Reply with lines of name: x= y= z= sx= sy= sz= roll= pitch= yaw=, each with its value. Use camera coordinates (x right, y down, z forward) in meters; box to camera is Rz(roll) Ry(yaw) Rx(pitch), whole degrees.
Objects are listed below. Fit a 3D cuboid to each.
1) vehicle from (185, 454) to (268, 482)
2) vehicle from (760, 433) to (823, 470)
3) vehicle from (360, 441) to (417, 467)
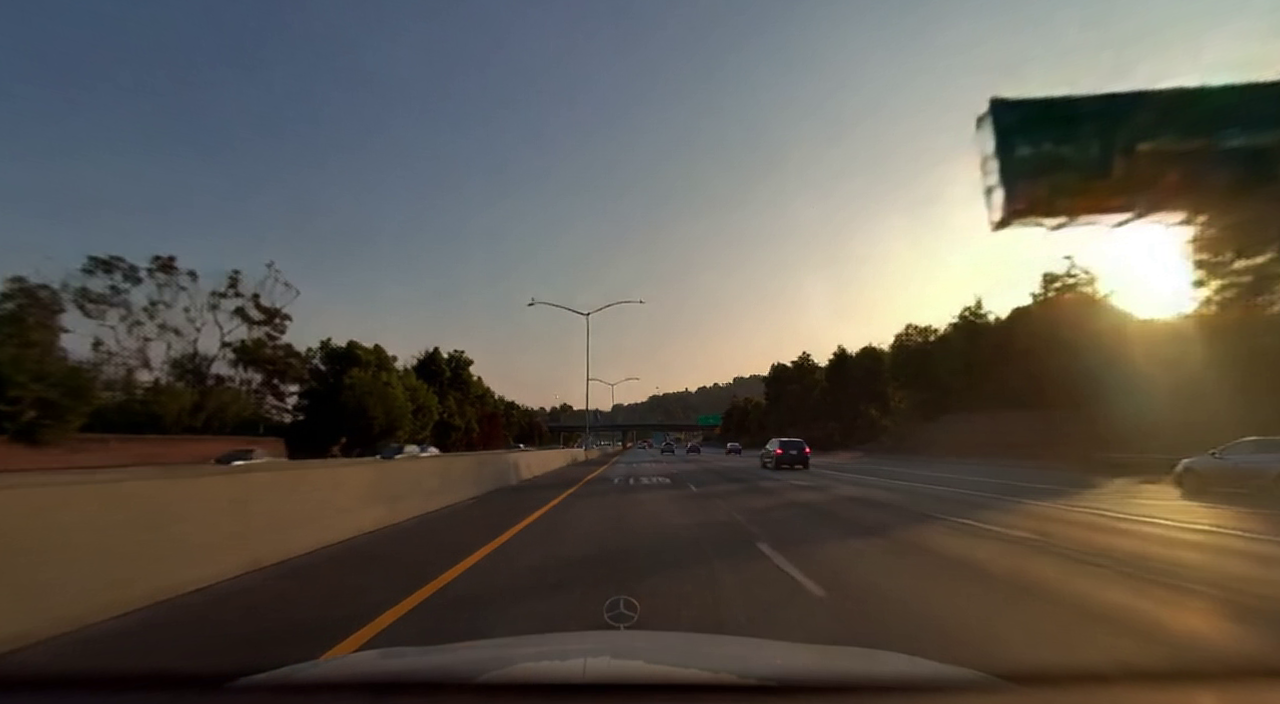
vehicle: x=-24.883 y=6.965 z=38.280 sx=1.922 sy=1.525 sz=4.595 roll=0 pitch=-8 yaw=0
vehicle: x=7.998 y=5.307 z=33.880 sx=2.098 sy=1.820 sz=4.505 roll=1 pitch=-9 yaw=-2
vehicle: x=-17.187 y=7.007 z=43.431 sx=1.996 sy=1.697 sz=4.653 roll=0 pitch=-9 yaw=0
